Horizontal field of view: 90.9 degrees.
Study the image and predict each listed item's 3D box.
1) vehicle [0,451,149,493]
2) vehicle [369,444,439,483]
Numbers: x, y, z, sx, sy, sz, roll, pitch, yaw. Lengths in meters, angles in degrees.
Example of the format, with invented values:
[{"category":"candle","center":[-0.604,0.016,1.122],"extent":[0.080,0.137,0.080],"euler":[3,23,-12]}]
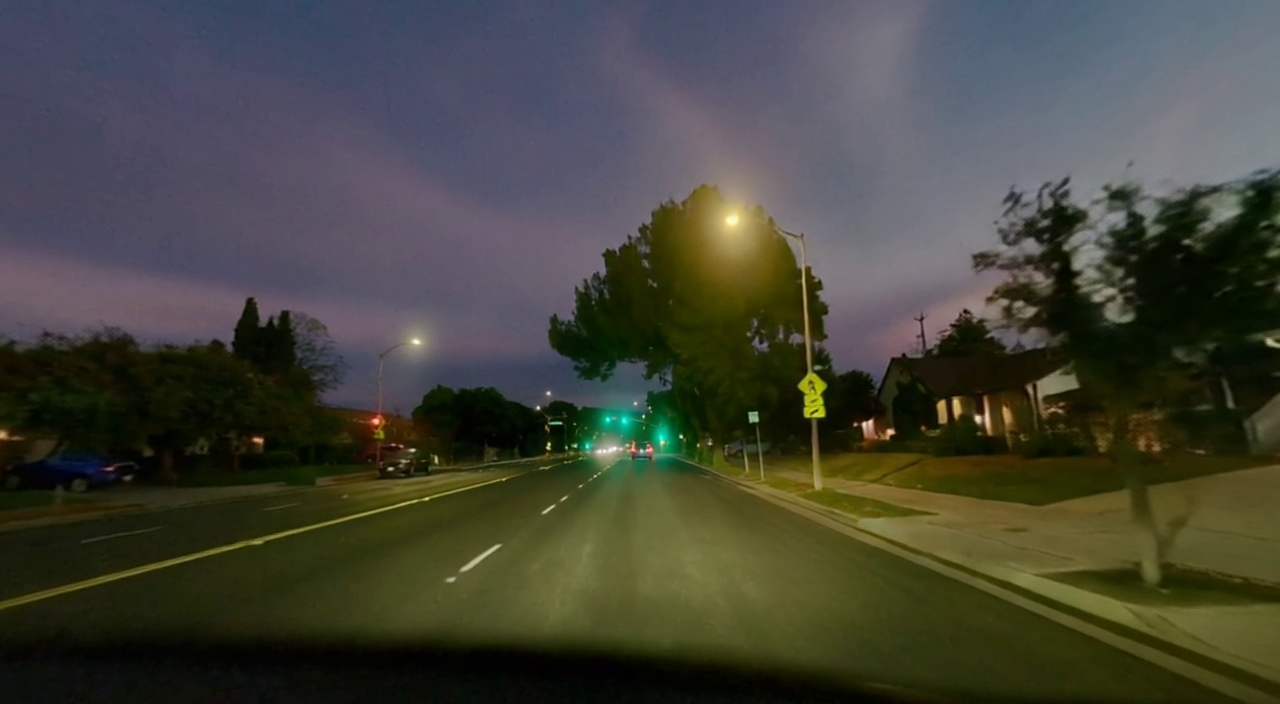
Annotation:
[{"category":"vehicle","center":[-22.924,4.735,25.072],"extent":[4.791,1.564,2.125],"euler":[0,-9,-5]},{"category":"vehicle","center":[-14.277,6.726,38.531],"extent":[2.337,1.850,5.448],"euler":[-4,-6,-2]}]
